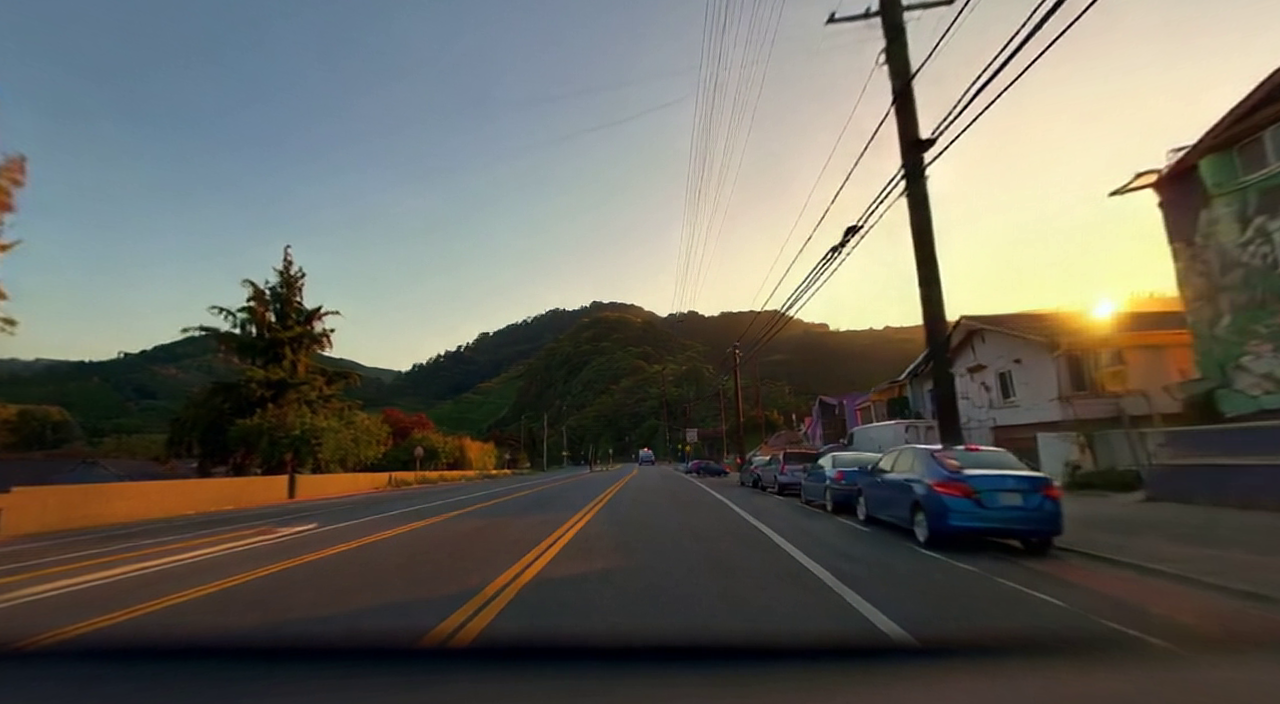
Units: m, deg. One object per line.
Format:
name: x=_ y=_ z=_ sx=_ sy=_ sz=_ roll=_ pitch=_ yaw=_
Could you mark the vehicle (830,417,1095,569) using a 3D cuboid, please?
vehicle: x=5.239 y=2.413 z=11.219 sx=2.072 sy=1.889 sz=4.468 roll=-6 pitch=-11 yaw=-2
